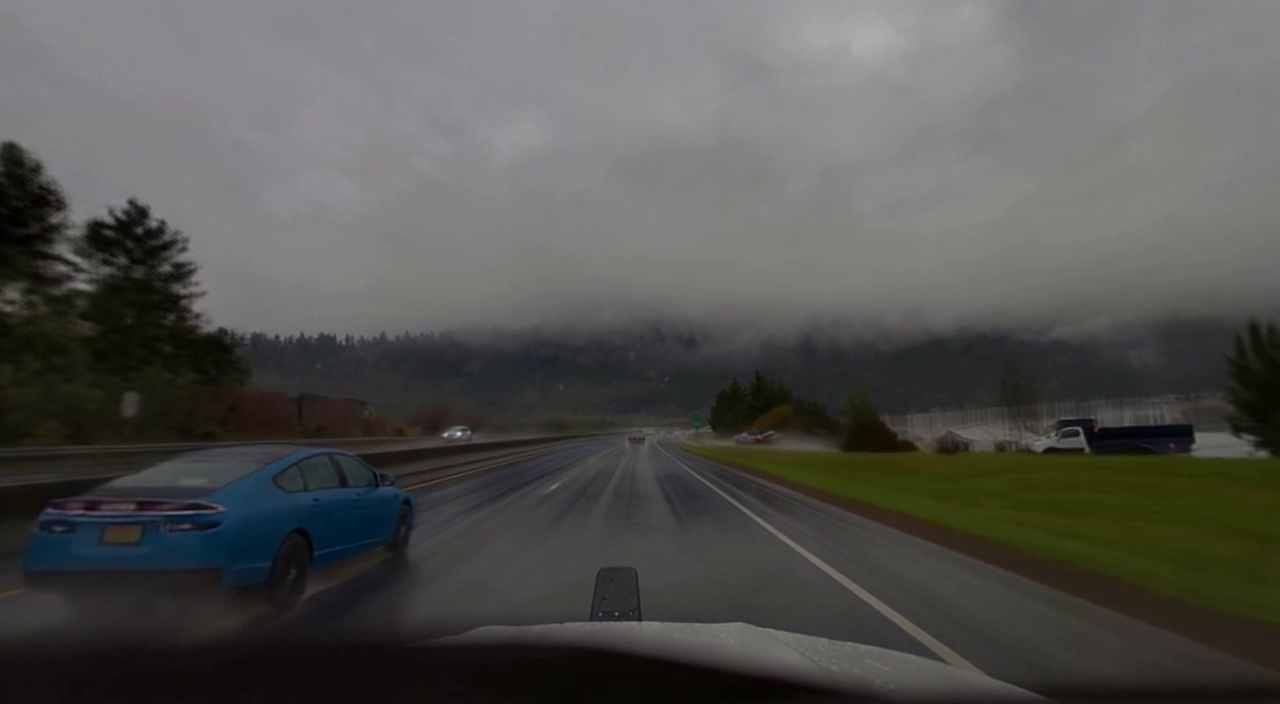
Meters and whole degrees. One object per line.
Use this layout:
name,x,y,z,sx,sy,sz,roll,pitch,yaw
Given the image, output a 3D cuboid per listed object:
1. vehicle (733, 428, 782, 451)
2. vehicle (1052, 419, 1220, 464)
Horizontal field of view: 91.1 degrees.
vehicle,8.210,6.135,44.200,1.765,1.510,3.762,3,-8,-17
vehicle,18.345,3.326,23.473,1.992,1.486,4.406,5,-9,-31
